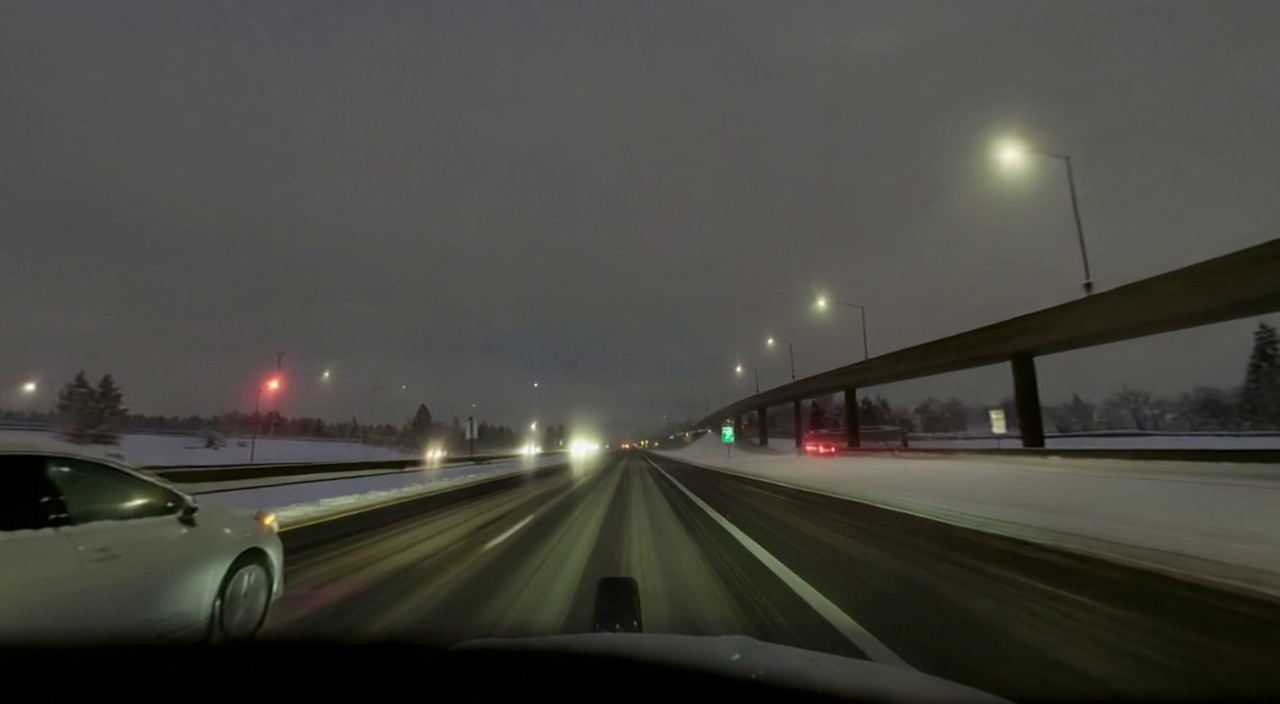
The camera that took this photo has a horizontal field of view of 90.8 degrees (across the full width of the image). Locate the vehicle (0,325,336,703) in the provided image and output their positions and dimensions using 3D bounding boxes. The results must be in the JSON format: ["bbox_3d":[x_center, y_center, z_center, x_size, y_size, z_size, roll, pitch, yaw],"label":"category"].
[{"bbox_3d":[-3.337,0.805,2.463,2.178,1.699,4.321,0,-8,-1],"label":"vehicle"}]
